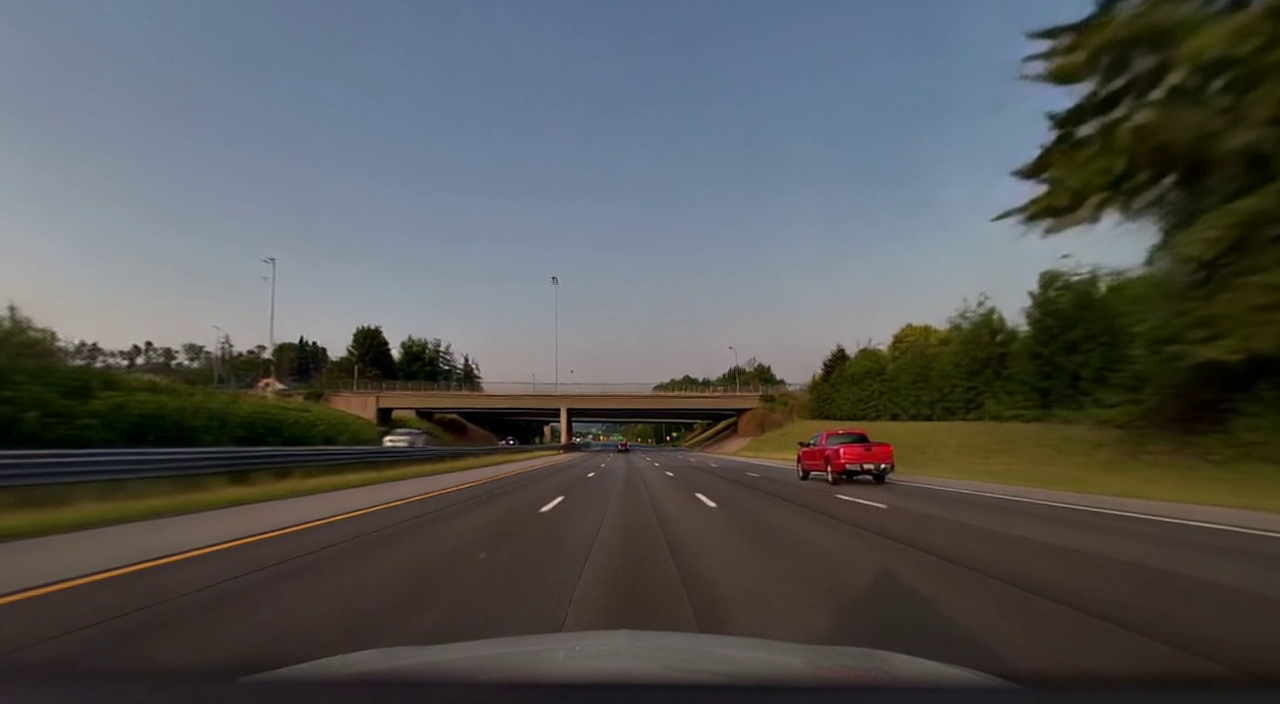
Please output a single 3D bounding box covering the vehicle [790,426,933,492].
[{"bbox_3d":[6.944,3.458,20.806,2.395,1.819,6.086,0,-9,-1],"label":"vehicle"}]
